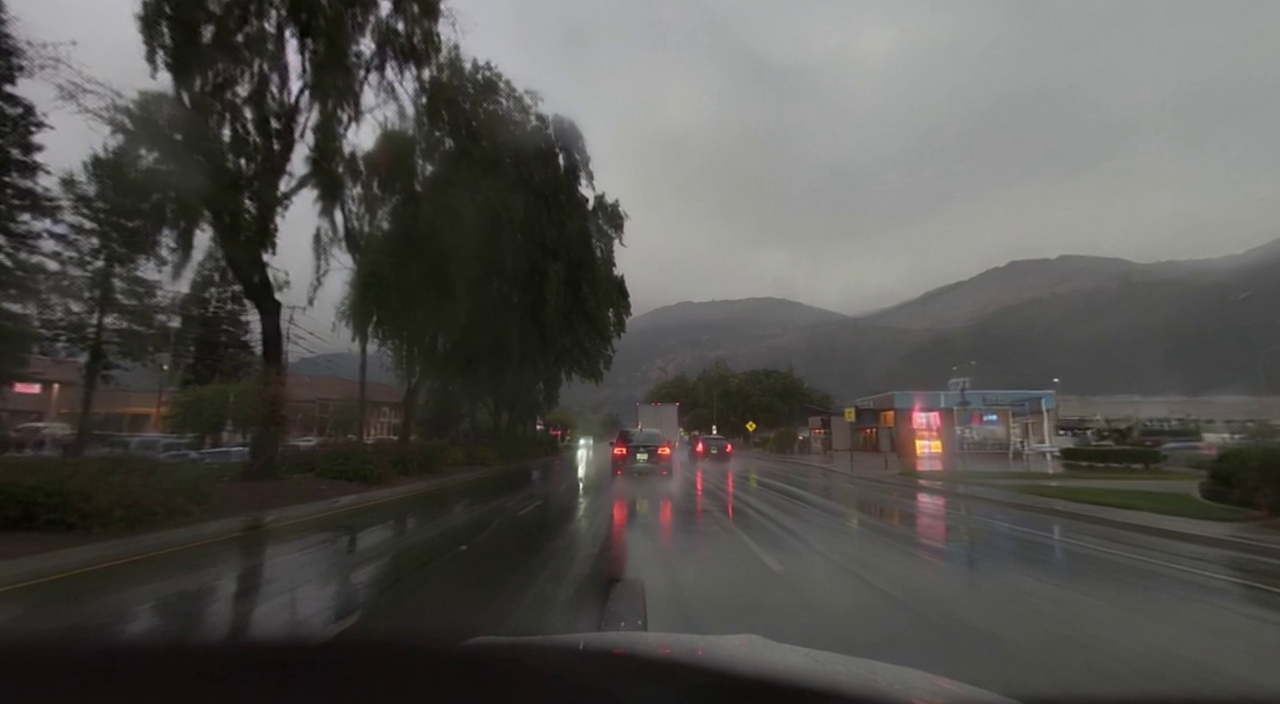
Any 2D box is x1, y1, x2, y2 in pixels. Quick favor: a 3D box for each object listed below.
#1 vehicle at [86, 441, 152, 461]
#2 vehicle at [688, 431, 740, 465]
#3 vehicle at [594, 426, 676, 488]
[{"bbox_3d":[-36.681,6.989,44.264,3.245,1.338,1.536,4,-9,-26],"label":"vehicle"},{"bbox_3d":[3.695,4.918,32.284,2.088,1.655,4.360,0,-8,-1],"label":"vehicle"},{"bbox_3d":[-0.168,3.098,18.794,2.193,1.651,3.946,0,-8,-1],"label":"vehicle"}]
